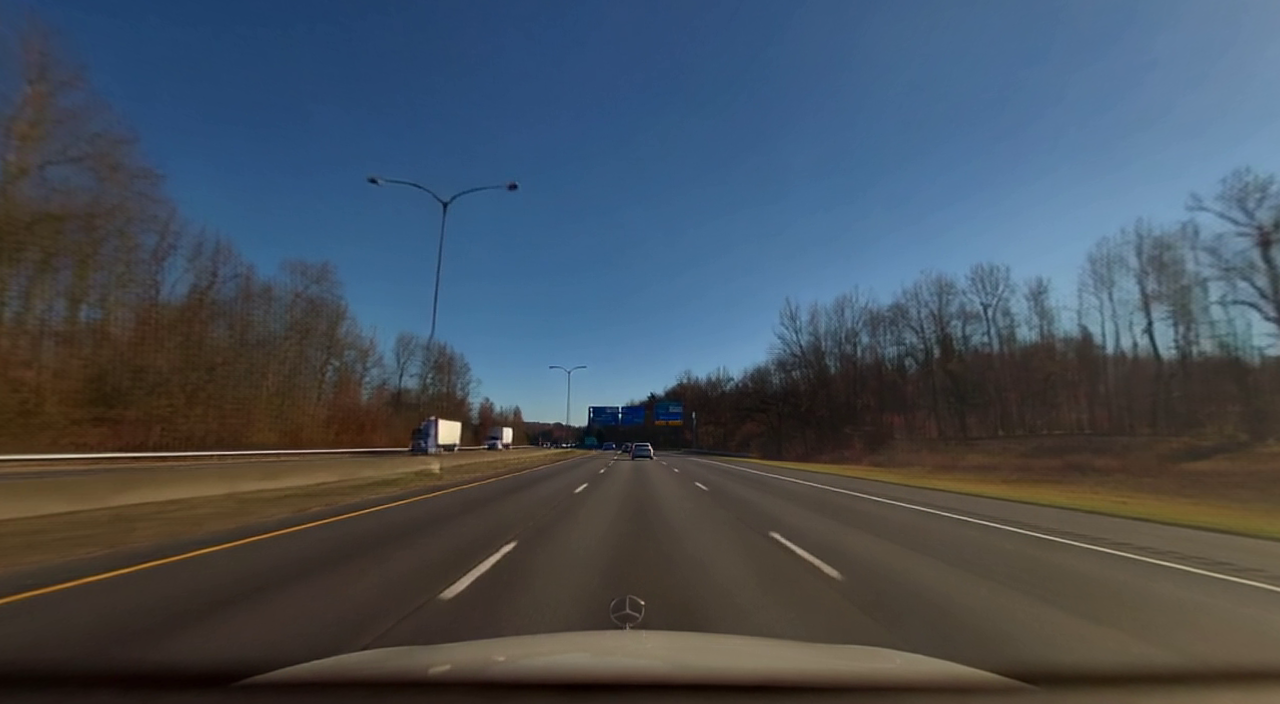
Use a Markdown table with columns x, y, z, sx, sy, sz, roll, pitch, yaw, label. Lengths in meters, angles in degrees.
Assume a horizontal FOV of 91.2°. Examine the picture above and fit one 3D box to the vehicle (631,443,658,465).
| x | y | z | sx | sy | sz | roll | pitch | yaw | label |
| --- | --- | --- | --- | --- | --- | --- | --- | --- | --- |
| 0.302 | 7.139 | 44.120 | 1.859 | 1.478 | 3.799 | 0 | -8 | 0 | vehicle |
